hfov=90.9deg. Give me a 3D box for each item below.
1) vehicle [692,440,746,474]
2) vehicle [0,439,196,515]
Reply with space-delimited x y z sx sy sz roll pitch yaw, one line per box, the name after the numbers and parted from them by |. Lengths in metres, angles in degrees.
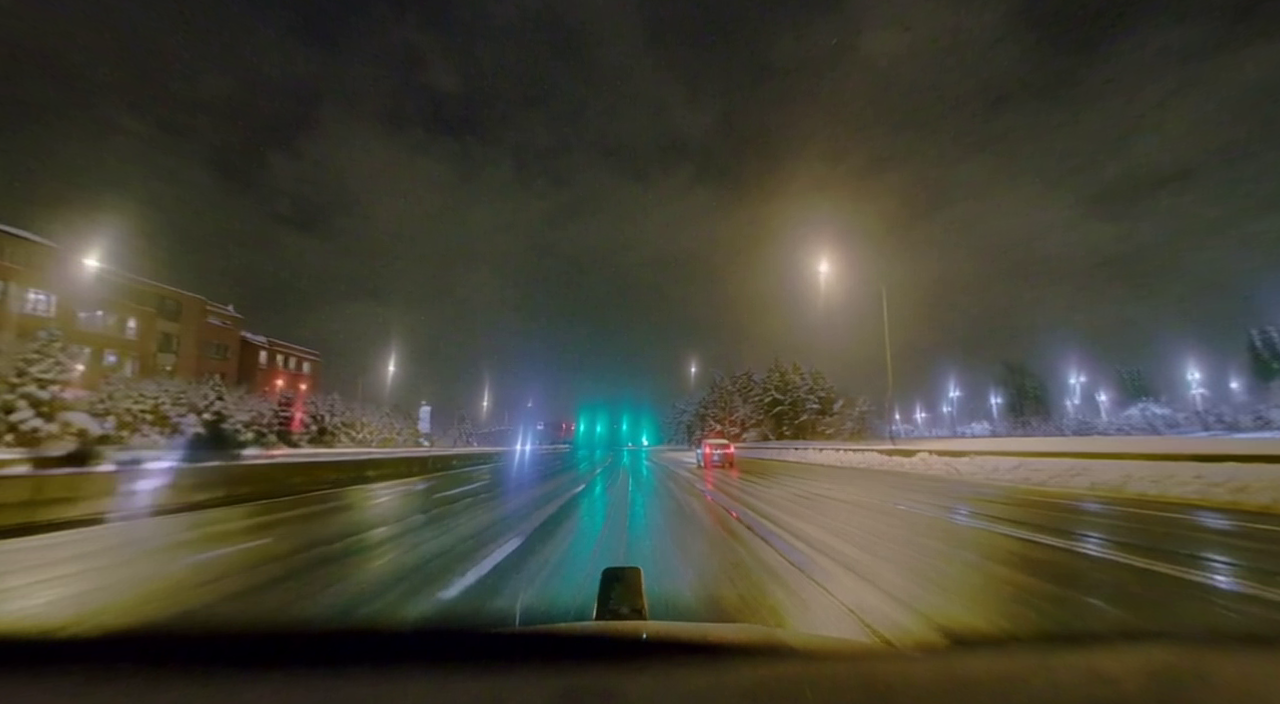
3.651 4.925 29.877 1.926 1.477 4.025 0 -8 -1 | vehicle
-13.036 2.812 14.754 1.940 1.482 4.653 0 -8 0 | vehicle
